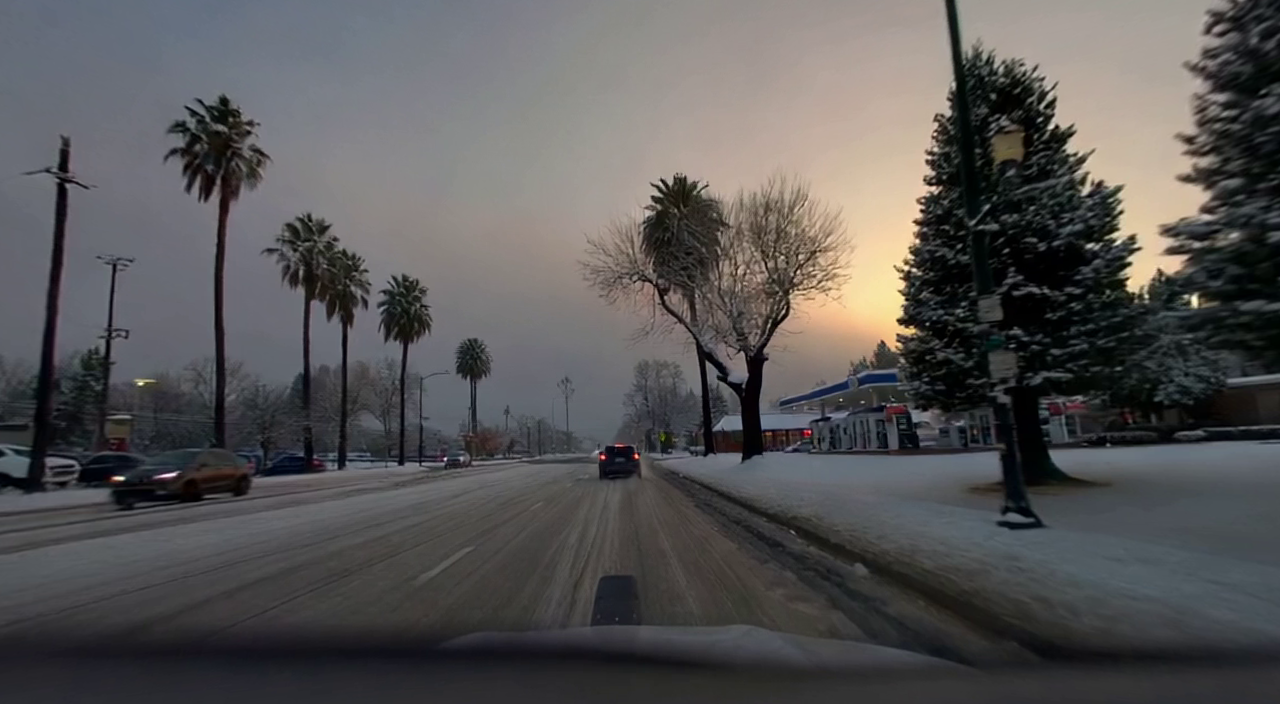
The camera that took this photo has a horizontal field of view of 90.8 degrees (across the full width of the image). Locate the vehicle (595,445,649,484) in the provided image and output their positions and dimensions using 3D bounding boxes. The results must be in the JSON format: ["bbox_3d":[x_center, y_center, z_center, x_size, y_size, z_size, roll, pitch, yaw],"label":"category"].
[{"bbox_3d":[-0.740,4.643,26.520,2.076,1.486,4.119,0,-8,-1],"label":"vehicle"}]

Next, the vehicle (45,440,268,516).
[{"bbox_3d":[-14.279,3.705,19.342,2.287,1.929,5.742,0,-8,-1],"label":"vehicle"}]
